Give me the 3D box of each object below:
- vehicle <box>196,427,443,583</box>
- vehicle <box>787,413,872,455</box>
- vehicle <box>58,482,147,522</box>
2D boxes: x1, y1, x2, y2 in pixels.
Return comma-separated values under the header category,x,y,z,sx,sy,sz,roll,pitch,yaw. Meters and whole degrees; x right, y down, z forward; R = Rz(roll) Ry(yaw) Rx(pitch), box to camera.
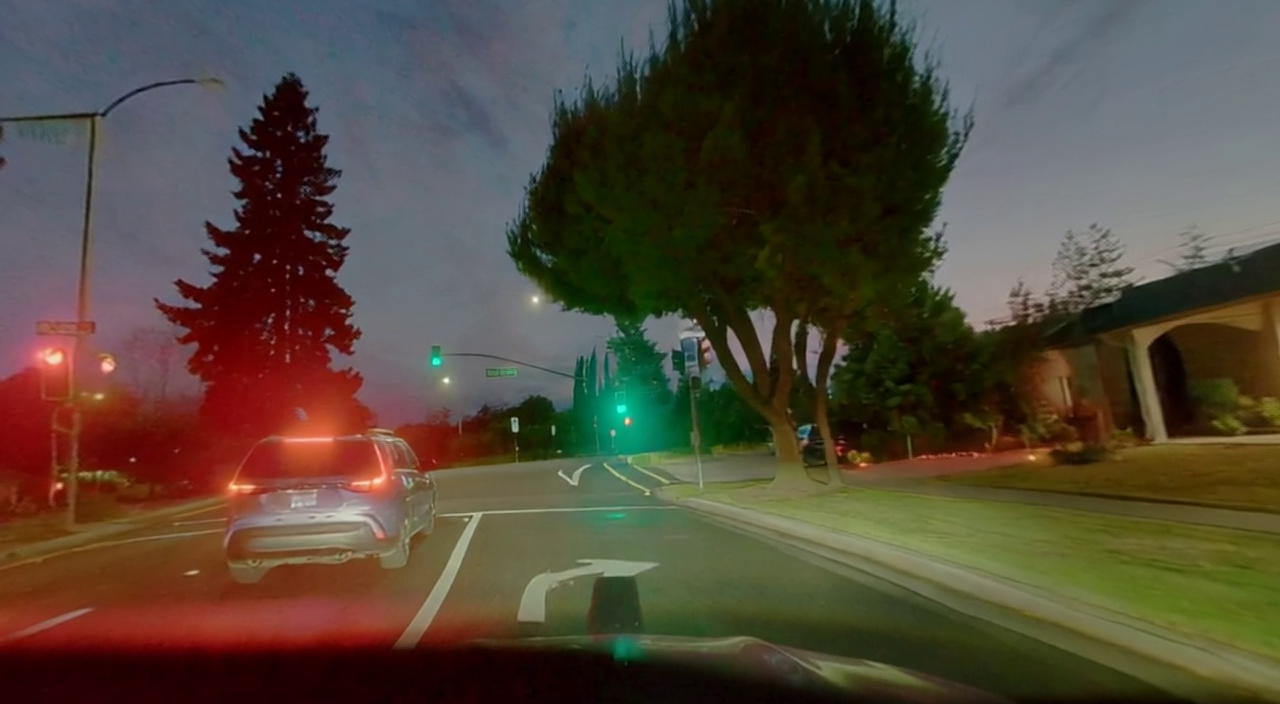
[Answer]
category,x,y,z,sx,sy,sz,roll,pitch,yaw
vehicle,-4.256,2.032,9.303,1.990,1.707,4.225,1,-9,-9
vehicle,7.402,3.310,25.174,1.911,1.516,4.251,0,-9,-2
vehicle,-27.662,7.689,32.695,1.943,1.677,4.176,3,-9,-18
